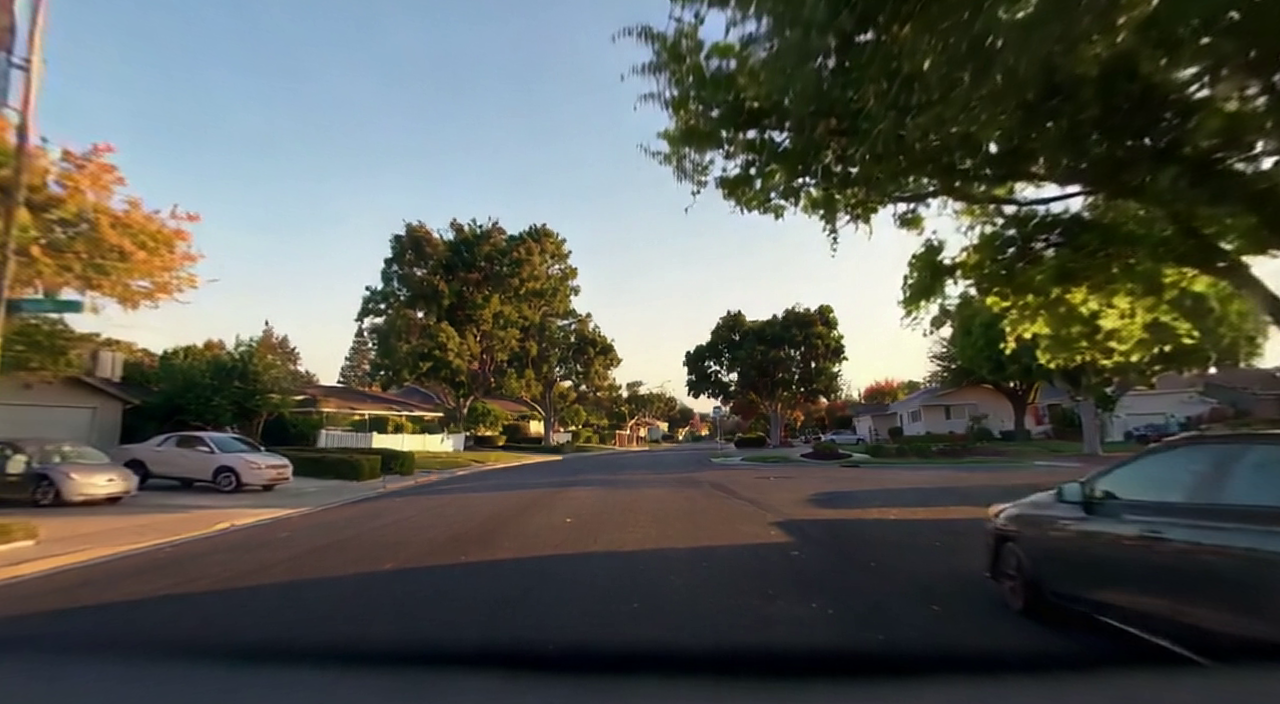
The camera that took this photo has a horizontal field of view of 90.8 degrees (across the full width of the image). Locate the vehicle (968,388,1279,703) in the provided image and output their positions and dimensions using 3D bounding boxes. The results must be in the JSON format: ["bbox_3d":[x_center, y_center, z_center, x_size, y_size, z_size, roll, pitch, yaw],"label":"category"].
[{"bbox_3d":[3.872,0.982,3.012,2.034,1.583,4.707,0,-8,-1],"label":"vehicle"}]

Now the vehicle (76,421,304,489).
[{"bbox_3d":[-12.422,2.828,17.700,4.790,1.627,2.112,1,-4,0],"label":"vehicle"}]
